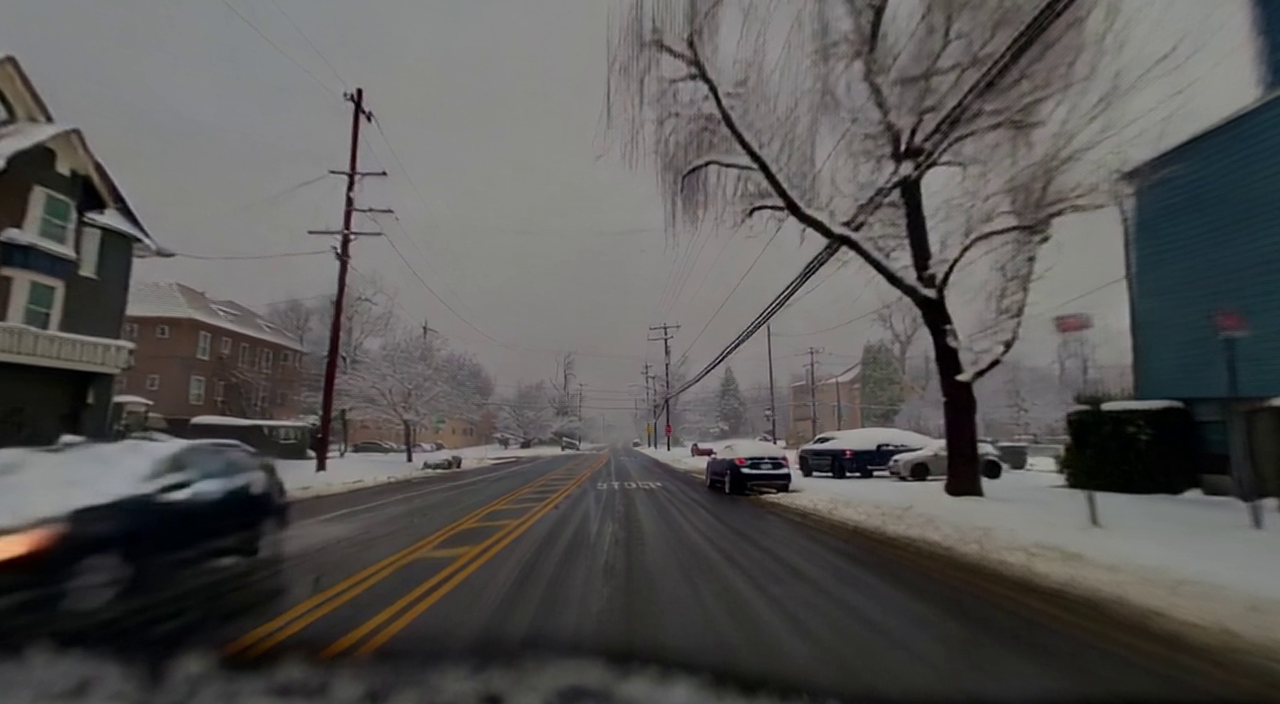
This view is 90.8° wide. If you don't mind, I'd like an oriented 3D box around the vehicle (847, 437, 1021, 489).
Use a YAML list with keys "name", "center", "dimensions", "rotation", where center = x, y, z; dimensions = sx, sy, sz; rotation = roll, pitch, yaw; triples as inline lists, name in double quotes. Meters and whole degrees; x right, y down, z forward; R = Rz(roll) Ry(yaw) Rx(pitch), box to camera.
- name: "vehicle"
  center: [9.126, 3.444, 19.919]
  dimensions: [4.658, 1.465, 2.025]
  rotation: [-4, -9, 24]

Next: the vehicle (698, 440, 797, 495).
- name: "vehicle"
  center: [3.105, 3.451, 19.354]
  dimensions: [1.917, 1.434, 4.733]
  rotation: [0, -8, -4]

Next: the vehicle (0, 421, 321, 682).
- name: "vehicle"
  center: [-4.915, 1.460, 5.534]
  dimensions: [2.205, 1.480, 4.366]
  rotation: [-1, -8, -4]

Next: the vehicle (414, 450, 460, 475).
- name: "vehicle"
  center: [-13.169, 7.135, 41.244]
  dimensions: [1.957, 1.459, 4.913]
  rotation: [1, -8, -7]
